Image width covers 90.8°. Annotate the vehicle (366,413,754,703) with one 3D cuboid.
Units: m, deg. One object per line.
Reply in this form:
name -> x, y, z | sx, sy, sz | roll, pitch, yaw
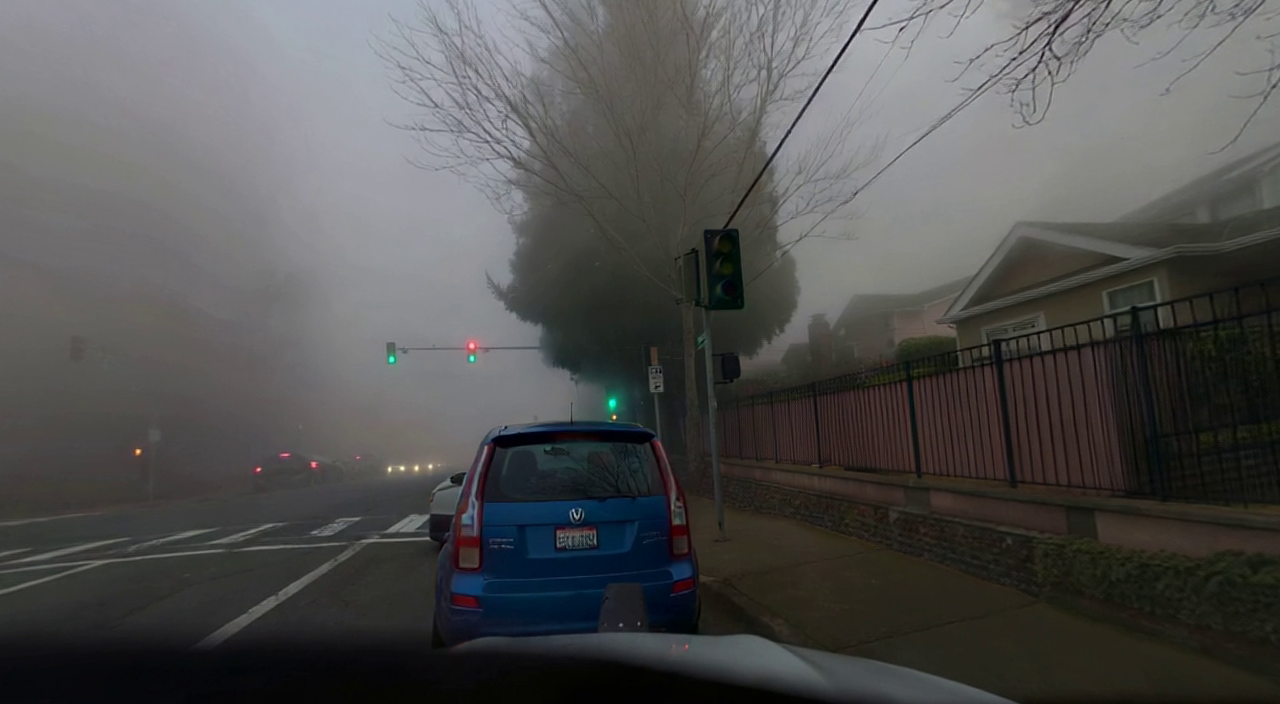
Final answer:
vehicle -> -0.668, 1.359, 5.232 | 2.024, 1.502, 3.702 | 1, -9, -9
